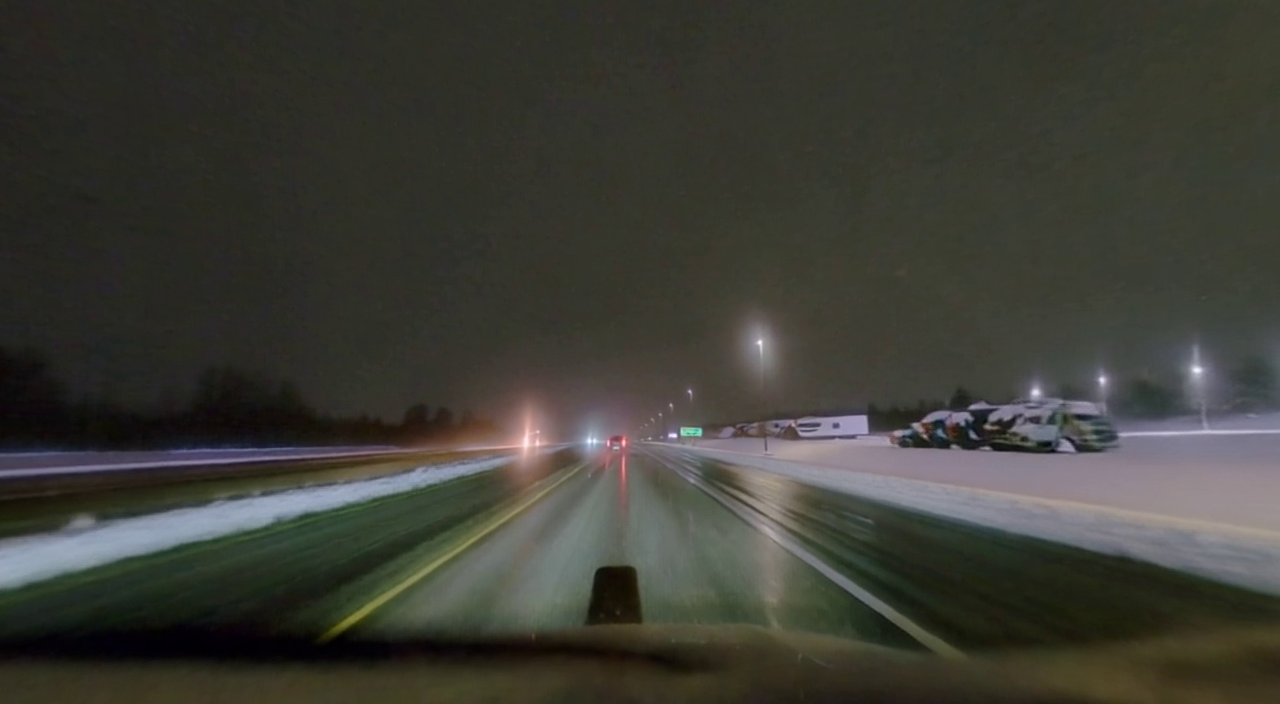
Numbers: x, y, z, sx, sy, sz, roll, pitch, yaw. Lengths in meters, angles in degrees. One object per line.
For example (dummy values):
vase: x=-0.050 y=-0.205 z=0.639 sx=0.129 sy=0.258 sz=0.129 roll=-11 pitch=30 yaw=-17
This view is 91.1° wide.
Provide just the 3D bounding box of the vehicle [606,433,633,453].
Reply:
vehicle: x=-1.641 y=7.141 z=49.433 sx=2.037 sy=1.504 sz=4.248 roll=0 pitch=-8 yaw=-2
